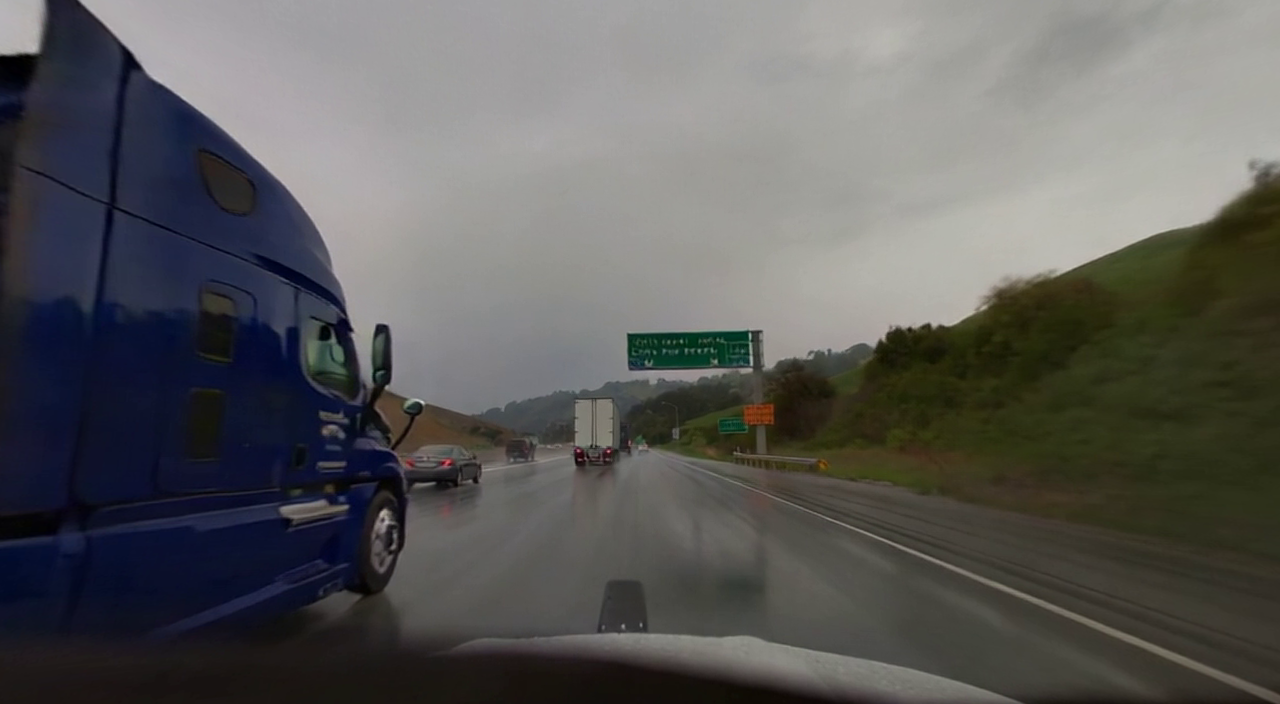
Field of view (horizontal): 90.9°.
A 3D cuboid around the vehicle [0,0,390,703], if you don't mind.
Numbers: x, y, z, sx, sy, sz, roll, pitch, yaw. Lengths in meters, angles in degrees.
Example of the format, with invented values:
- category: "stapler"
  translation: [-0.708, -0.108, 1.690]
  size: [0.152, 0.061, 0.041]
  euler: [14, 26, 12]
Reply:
- category: "vehicle"
  translation: [-3.289, -0.305, 0.567]
  size: [2.958, 4.002, 7.575]
  euler: [0, -8, 0]

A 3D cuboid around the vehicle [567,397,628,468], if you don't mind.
- category: "vehicle"
  translation: [-2.787, 6.118, 47.168]
  size: [3.202, 4.352, 16.251]
  euler: [-1, -8, 1]
